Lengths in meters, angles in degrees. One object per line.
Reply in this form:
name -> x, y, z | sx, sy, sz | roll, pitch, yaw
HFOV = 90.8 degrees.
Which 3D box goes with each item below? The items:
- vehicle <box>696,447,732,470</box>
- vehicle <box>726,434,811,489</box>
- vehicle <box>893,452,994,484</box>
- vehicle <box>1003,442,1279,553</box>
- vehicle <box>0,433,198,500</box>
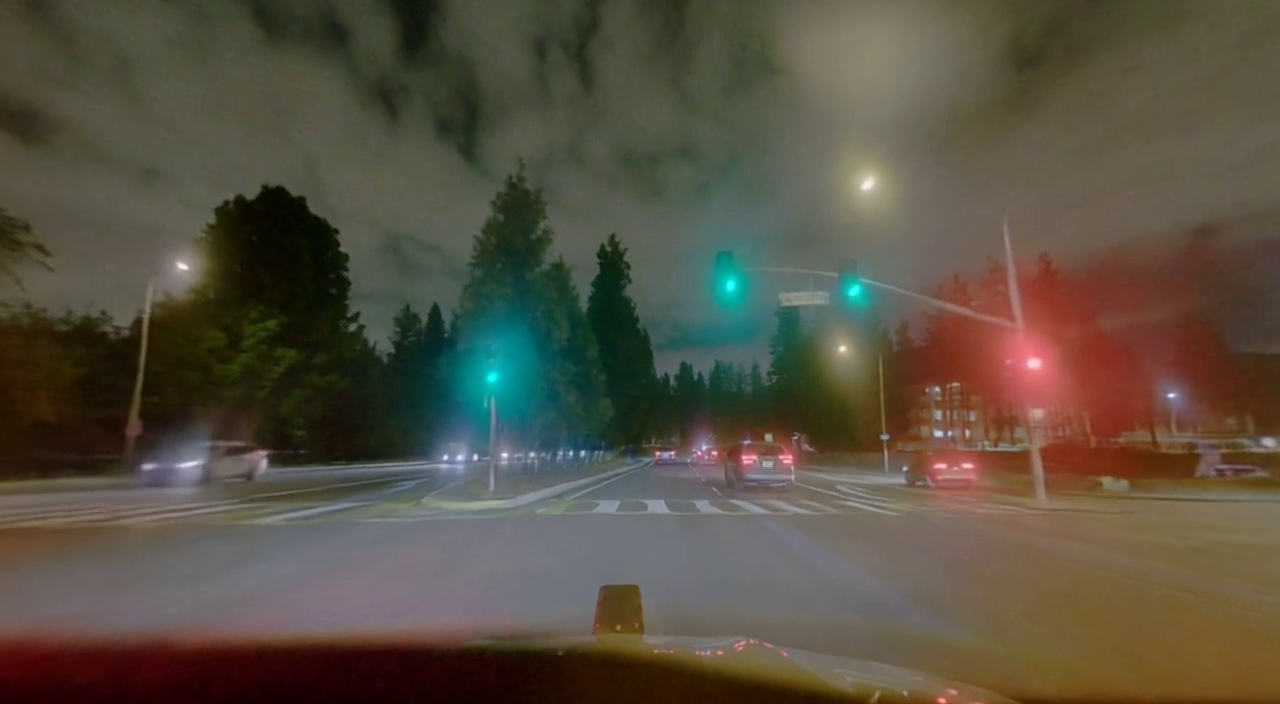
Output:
vehicle -> 4.973, 7.265, 43.204 | 2.064, 1.474, 4.389 | 0, -9, 2
vehicle -> 4.629, 4.031, 23.544 | 2.209, 1.813, 4.724 | 0, -8, 0
vehicle -> 15.536, 5.923, 32.642 | 2.040, 1.472, 4.846 | 2, -9, -13
vehicle -> 8.403, 2.301, 10.738 | 1.949, 1.492, 4.103 | 0, -8, -1
vehicle -> -15.195, 3.176, 17.896 | 2.025, 1.625, 4.528 | 0, -9, 1
